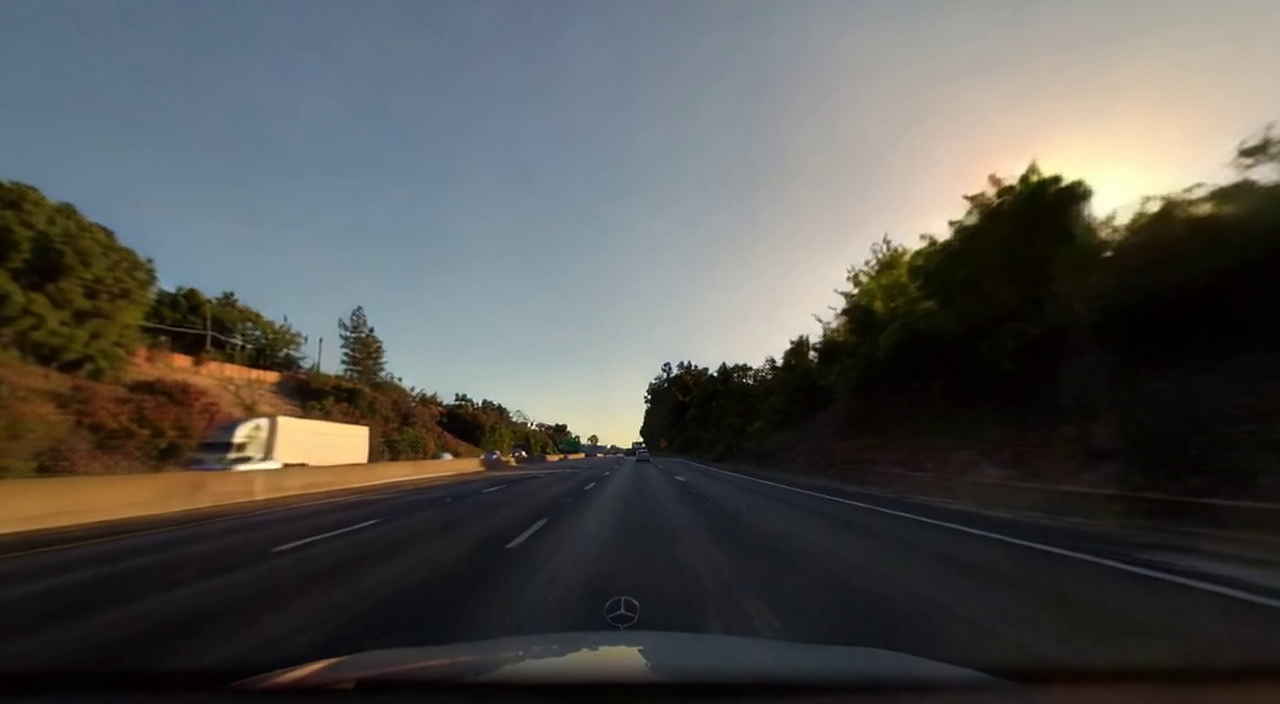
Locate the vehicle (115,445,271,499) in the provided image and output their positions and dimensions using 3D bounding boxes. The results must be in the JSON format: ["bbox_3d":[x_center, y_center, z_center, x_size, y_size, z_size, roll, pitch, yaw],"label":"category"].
[{"bbox_3d":[-15.532,4.169,22.191,2.033,1.695,4.724,0,-9,0],"label":"vehicle"}]

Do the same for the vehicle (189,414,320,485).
[{"bbox_3d":[-23.237,5.947,38.454,2.894,3.893,7.794,0,-9,0],"label":"vehicle"}]
